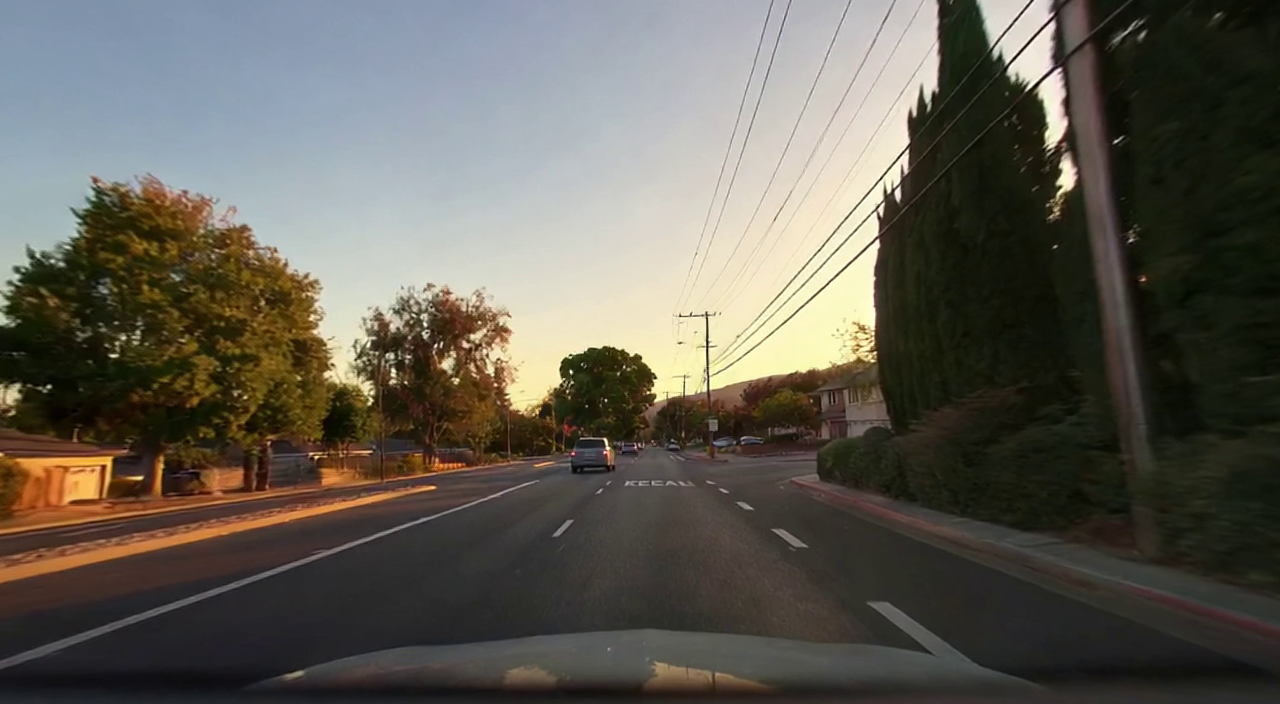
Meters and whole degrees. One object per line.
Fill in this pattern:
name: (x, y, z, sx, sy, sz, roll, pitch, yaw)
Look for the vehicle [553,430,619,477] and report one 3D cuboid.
vehicle: (-2.236, 4.438, 27.679, 2.327, 1.861, 4.941, -1, -9, 2)
